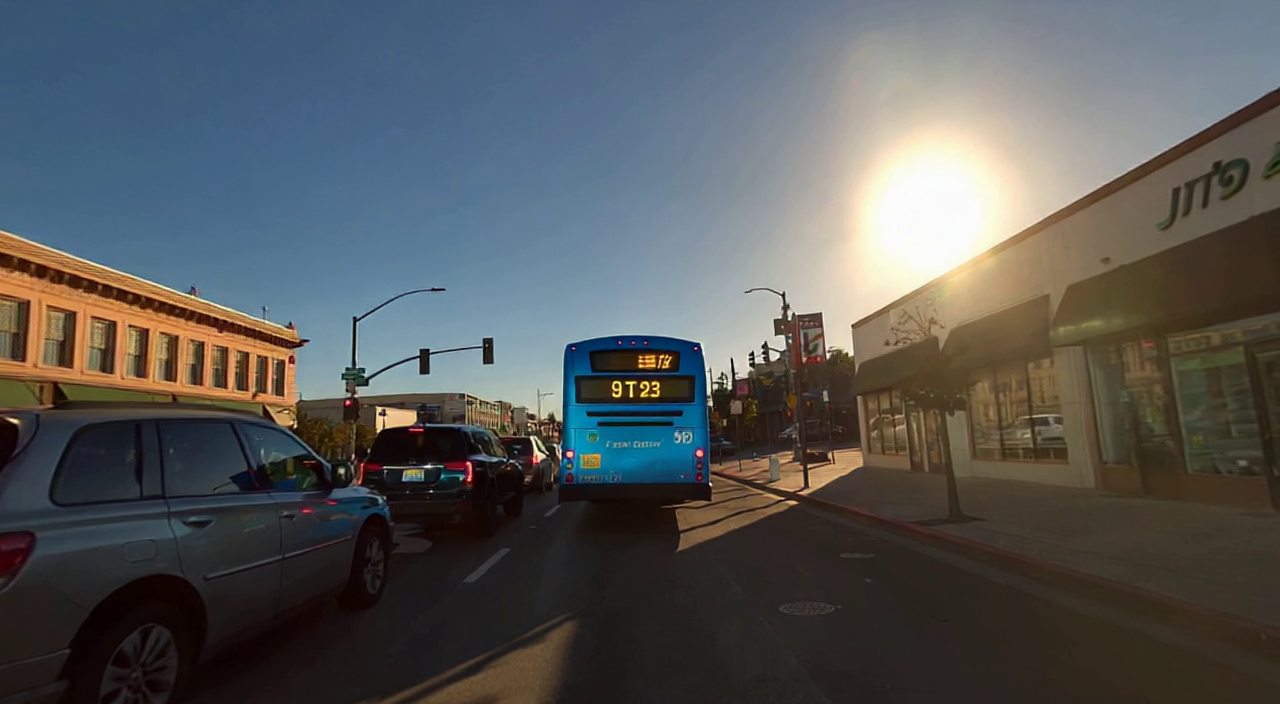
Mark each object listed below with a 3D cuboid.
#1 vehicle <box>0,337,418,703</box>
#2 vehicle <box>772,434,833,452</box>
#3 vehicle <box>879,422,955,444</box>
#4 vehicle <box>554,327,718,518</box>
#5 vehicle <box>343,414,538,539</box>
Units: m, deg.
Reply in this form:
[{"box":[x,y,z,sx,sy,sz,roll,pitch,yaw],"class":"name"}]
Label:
[{"box":[-3.214,1.092,3.982,2.020,1.725,4.384,0,-8,0],"class":"vehicle"},{"box":[11.952,6.734,46.652,3.949,1.337,1.738,0,-9,-3],"class":"vehicle"},{"box":[20.685,6.078,47.278,4.827,1.555,1.863,1,-9,-6],"class":"vehicle"},{"box":[-0.310,1.987,16.505,2.938,3.468,9.972,0,-9,-3],"class":"vehicle"},{"box":[-3.343,2.198,11.772,2.096,1.828,4.669,0,-8,0],"class":"vehicle"}]
